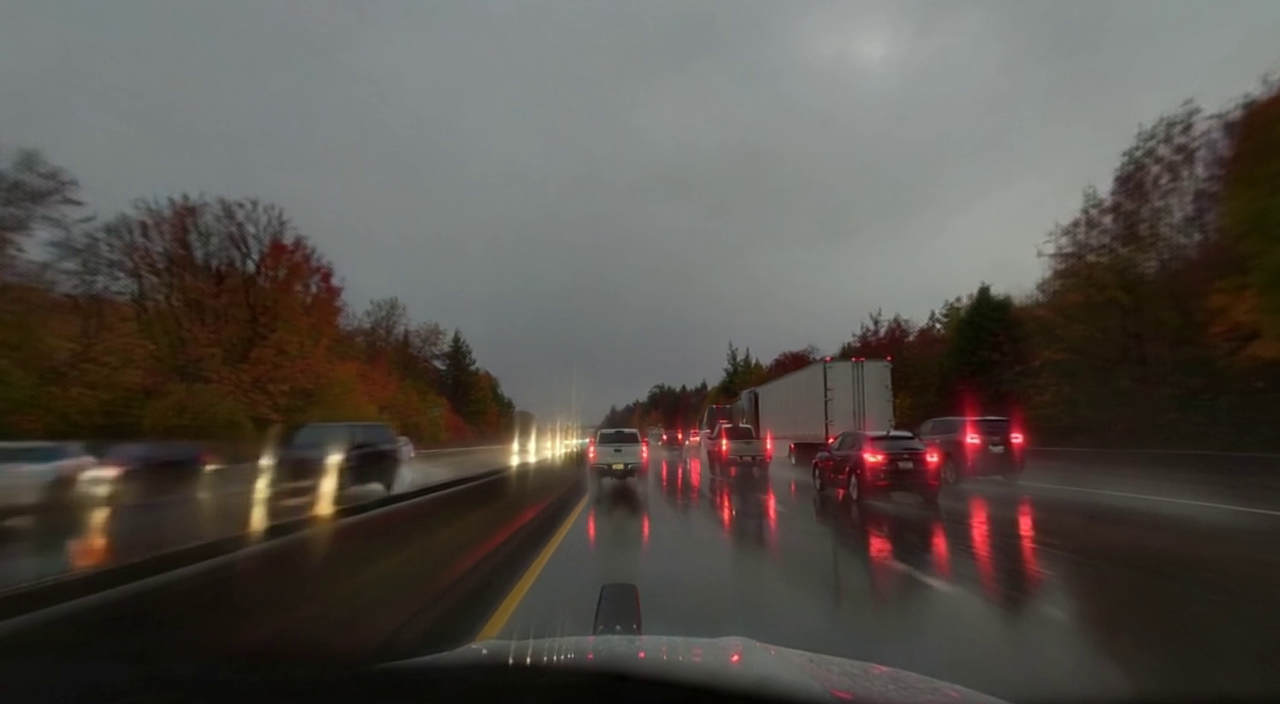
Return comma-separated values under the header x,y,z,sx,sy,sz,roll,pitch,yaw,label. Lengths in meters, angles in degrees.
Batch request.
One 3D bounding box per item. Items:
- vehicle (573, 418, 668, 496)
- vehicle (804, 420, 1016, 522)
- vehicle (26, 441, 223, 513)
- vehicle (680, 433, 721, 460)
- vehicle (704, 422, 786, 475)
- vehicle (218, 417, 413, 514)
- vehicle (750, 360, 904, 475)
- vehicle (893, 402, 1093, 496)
x,y,z,sx,sy,sz,roll,pitch,yaw,label
-0.488,2.613,16.115,2.087,1.709,4.455,0,-8,-1,vehicle
4.611,2.065,11.564,2.040,1.523,4.068,0,-8,-1,vehicle
-15.038,3.607,18.781,2.016,1.837,4.553,0,-8,0,vehicle
3.456,5.448,36.425,1.865,1.471,3.916,0,-8,-2,vehicle
3.615,3.421,22.461,2.147,1.707,3.963,0,-8,-2,vehicle
-7.927,2.787,16.177,2.243,2.051,5.305,0,-8,-1,vehicle
7.814,3.178,29.125,2.867,4.066,13.802,0,-7,0,vehicle
8.443,2.371,15.704,2.116,1.965,4.691,0,-8,-2,vehicle
